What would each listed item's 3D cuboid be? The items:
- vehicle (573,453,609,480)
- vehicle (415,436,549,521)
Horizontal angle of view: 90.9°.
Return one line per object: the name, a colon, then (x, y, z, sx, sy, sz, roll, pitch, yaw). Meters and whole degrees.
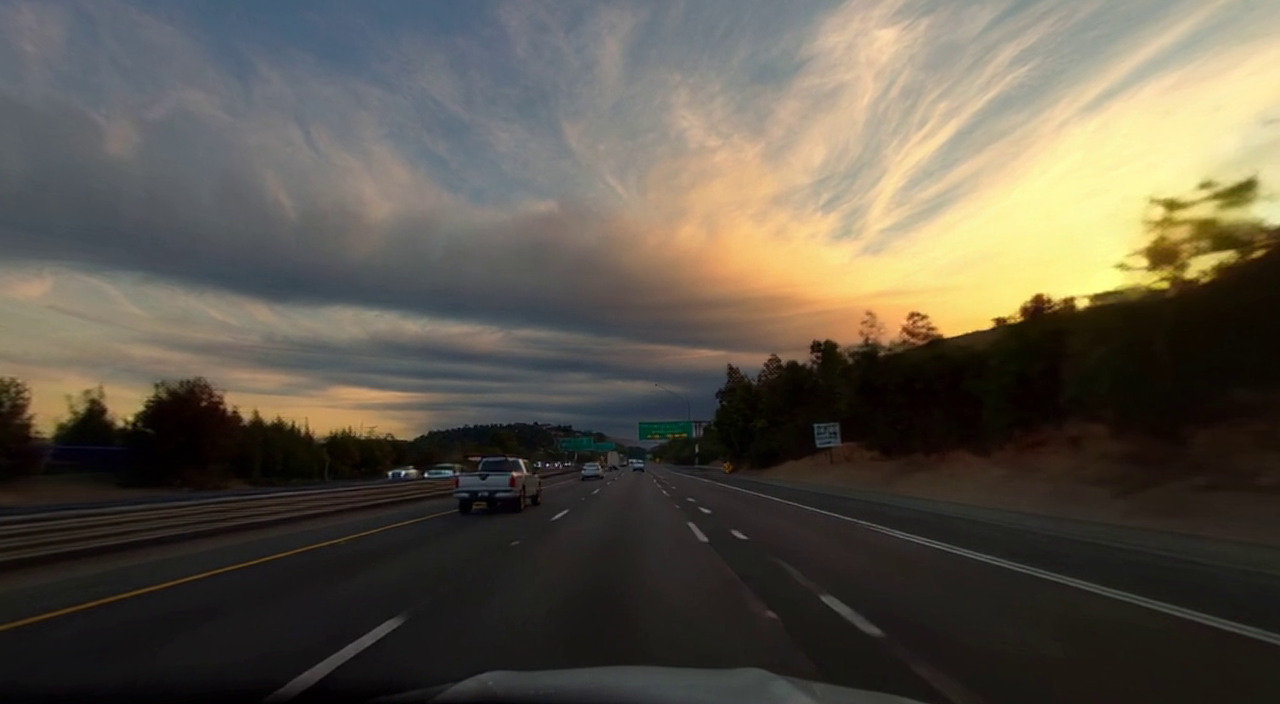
vehicle: (-3.697, 8.841, 48.642, 2.390, 1.879, 4.423, 1, -10, 0)
vehicle: (-3.933, 3.310, 16.768, 2.272, 1.873, 4.832, 1, -10, 0)
